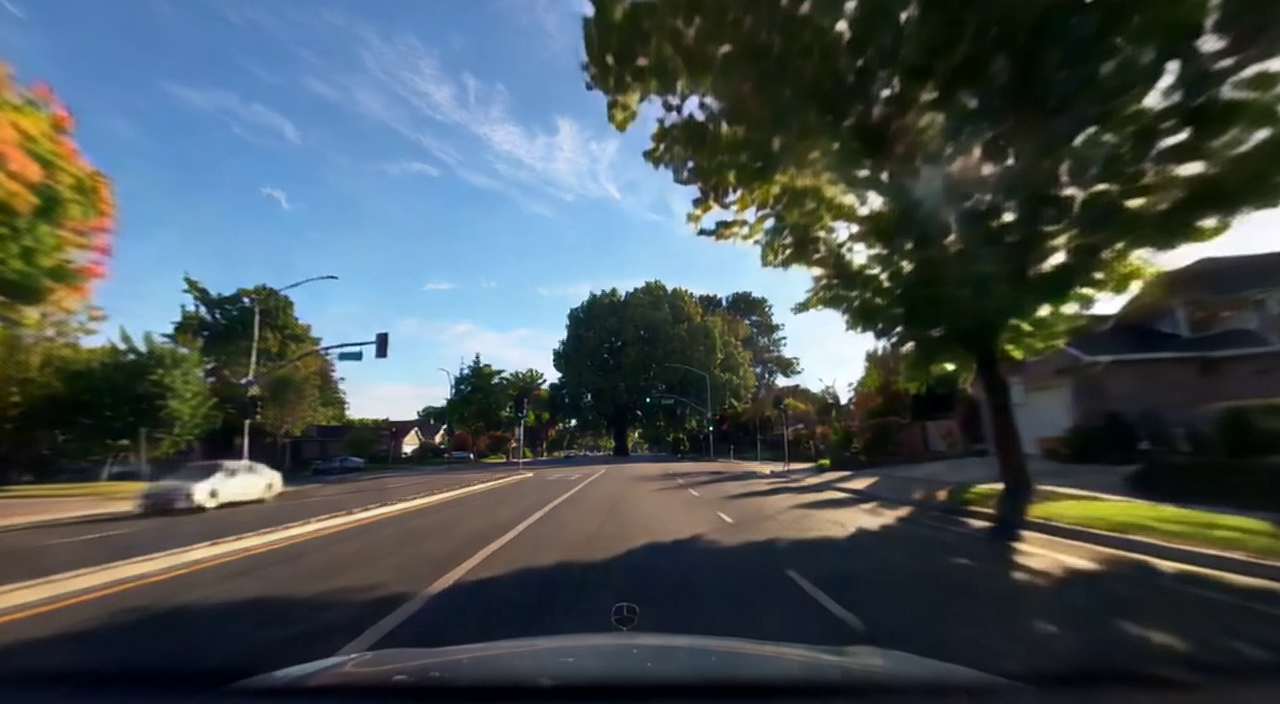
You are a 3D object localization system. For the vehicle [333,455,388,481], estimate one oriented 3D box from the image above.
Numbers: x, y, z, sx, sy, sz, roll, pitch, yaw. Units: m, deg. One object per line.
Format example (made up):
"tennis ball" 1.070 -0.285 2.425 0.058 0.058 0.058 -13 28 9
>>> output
"vehicle" -17.483 7.184 39.382 2.018 1.500 4.433 6 -11 -37

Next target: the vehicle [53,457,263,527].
"vehicle" -12.604 3.634 17.037 1.923 1.516 4.735 0 -9 0
